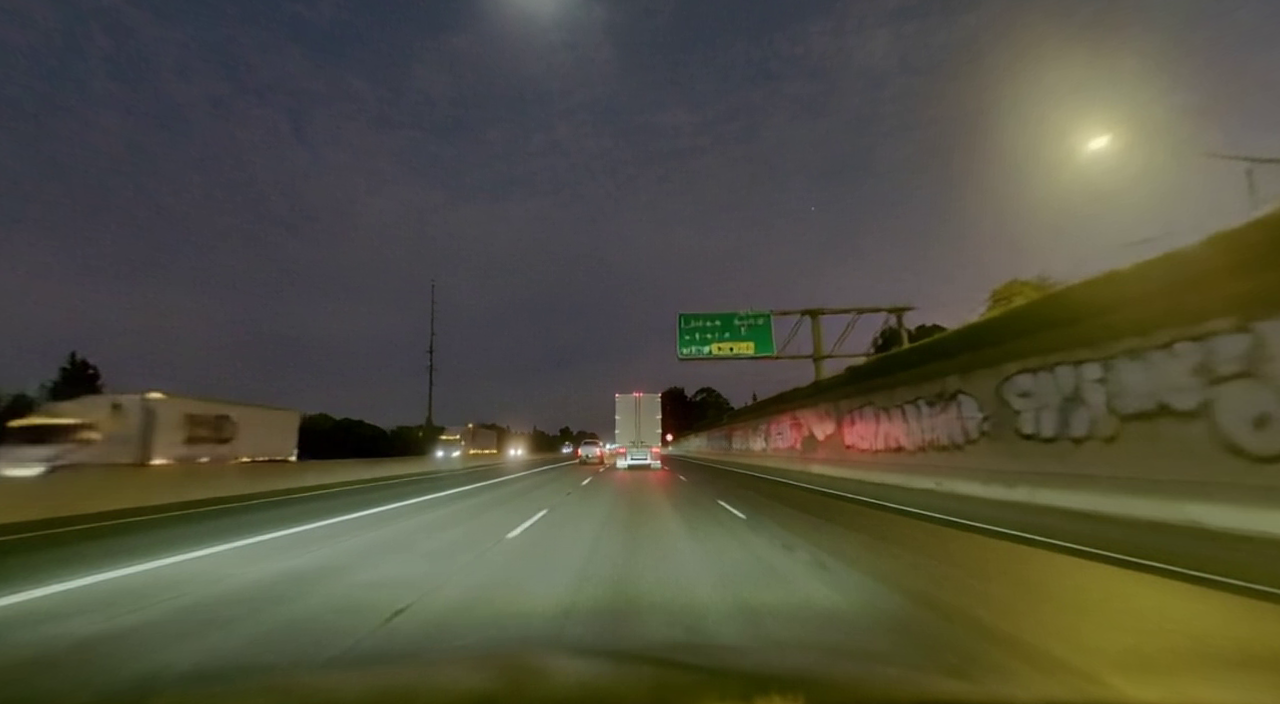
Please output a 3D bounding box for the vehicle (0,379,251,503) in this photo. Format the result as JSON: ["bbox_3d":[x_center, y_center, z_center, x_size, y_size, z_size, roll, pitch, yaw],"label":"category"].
[{"bbox_3d":[-19.010,3.369,23.370,2.929,3.679,9.326,0,-9,0],"label":"vehicle"}]

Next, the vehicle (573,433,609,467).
[{"bbox_3d":[-3.648,7.507,48.041,2.278,2.369,5.249,0,-9,1],"label":"vehicle"}]

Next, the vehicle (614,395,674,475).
[{"bbox_3d":[0.071,5.011,37.138,3.042,4.023,10.832,0,-9,-1],"label":"vehicle"}]
